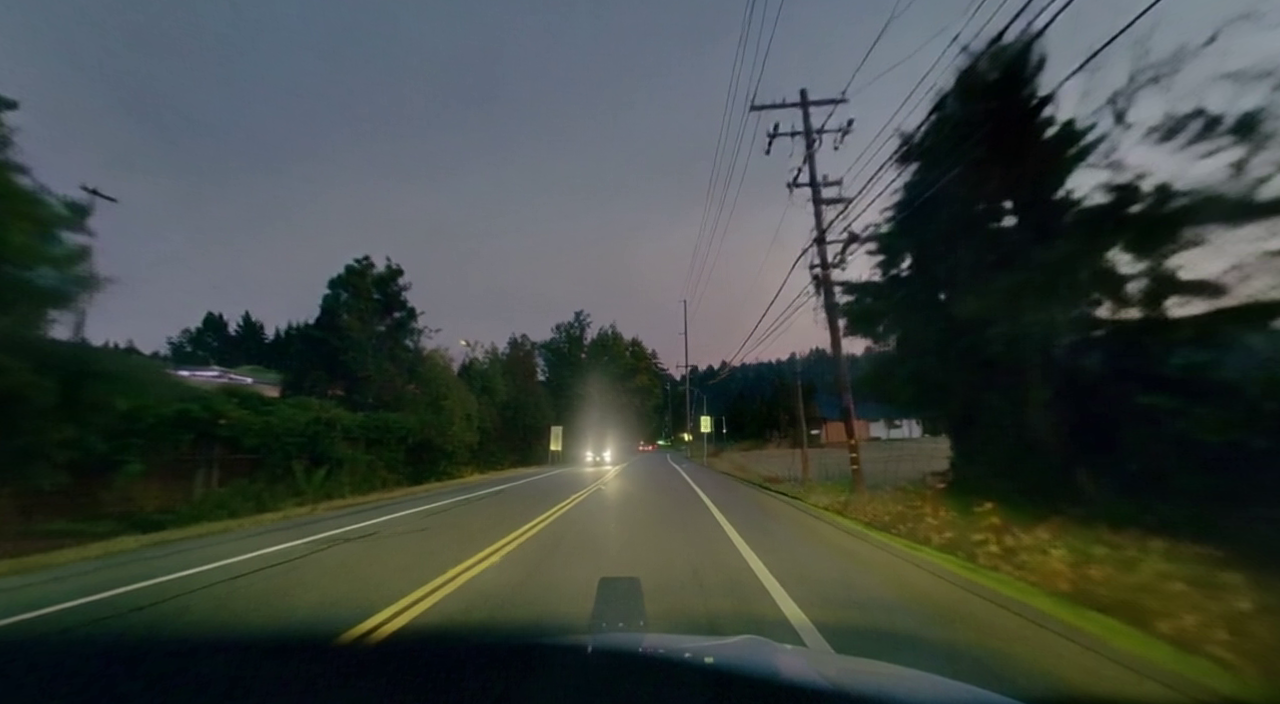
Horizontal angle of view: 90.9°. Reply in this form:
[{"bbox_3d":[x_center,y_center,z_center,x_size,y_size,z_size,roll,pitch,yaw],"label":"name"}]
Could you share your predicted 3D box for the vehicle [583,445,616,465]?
[{"bbox_3d":[-3.075,7.956,48.714,1.975,1.481,4.445,-1,-9,3],"label":"vehicle"}]
